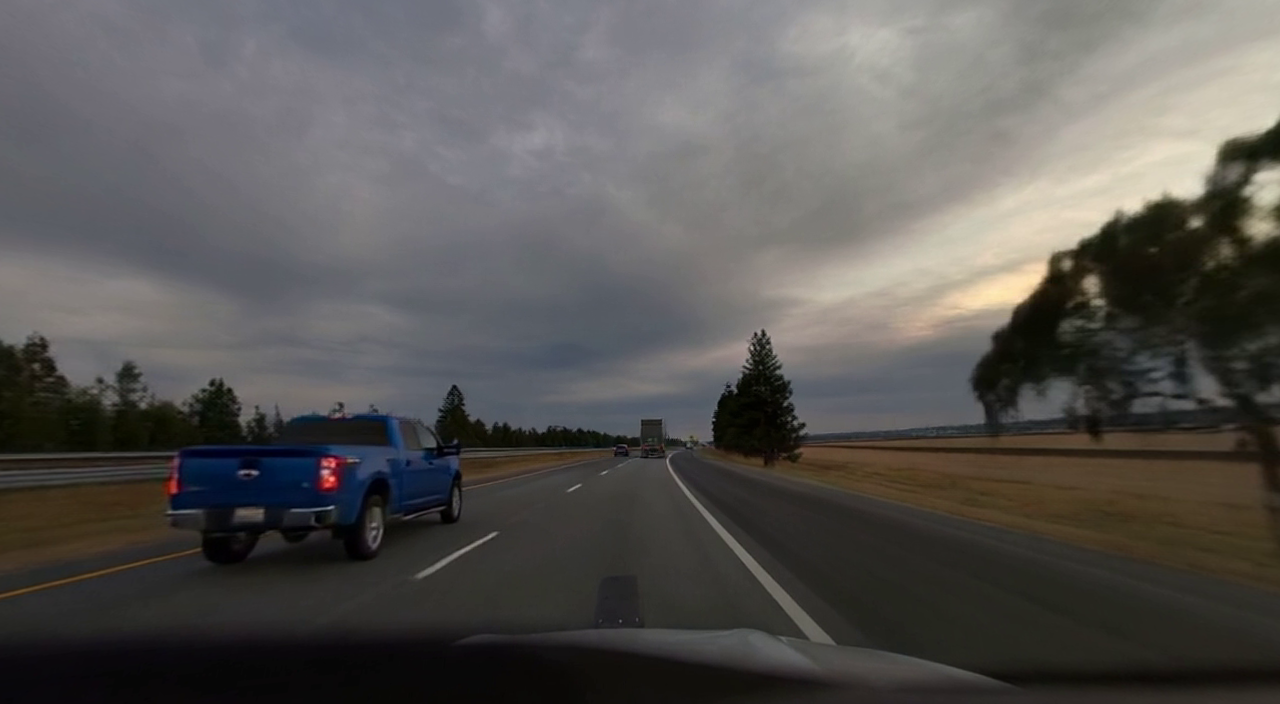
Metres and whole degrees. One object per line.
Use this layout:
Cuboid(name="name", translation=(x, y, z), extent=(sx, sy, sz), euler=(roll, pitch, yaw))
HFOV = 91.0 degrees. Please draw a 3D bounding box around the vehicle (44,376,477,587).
Cuboid(name="vehicle", translation=(-3.936, 1.486, 7.995), extent=(2.295, 1.815, 4.983), euler=(0, -9, 1))
